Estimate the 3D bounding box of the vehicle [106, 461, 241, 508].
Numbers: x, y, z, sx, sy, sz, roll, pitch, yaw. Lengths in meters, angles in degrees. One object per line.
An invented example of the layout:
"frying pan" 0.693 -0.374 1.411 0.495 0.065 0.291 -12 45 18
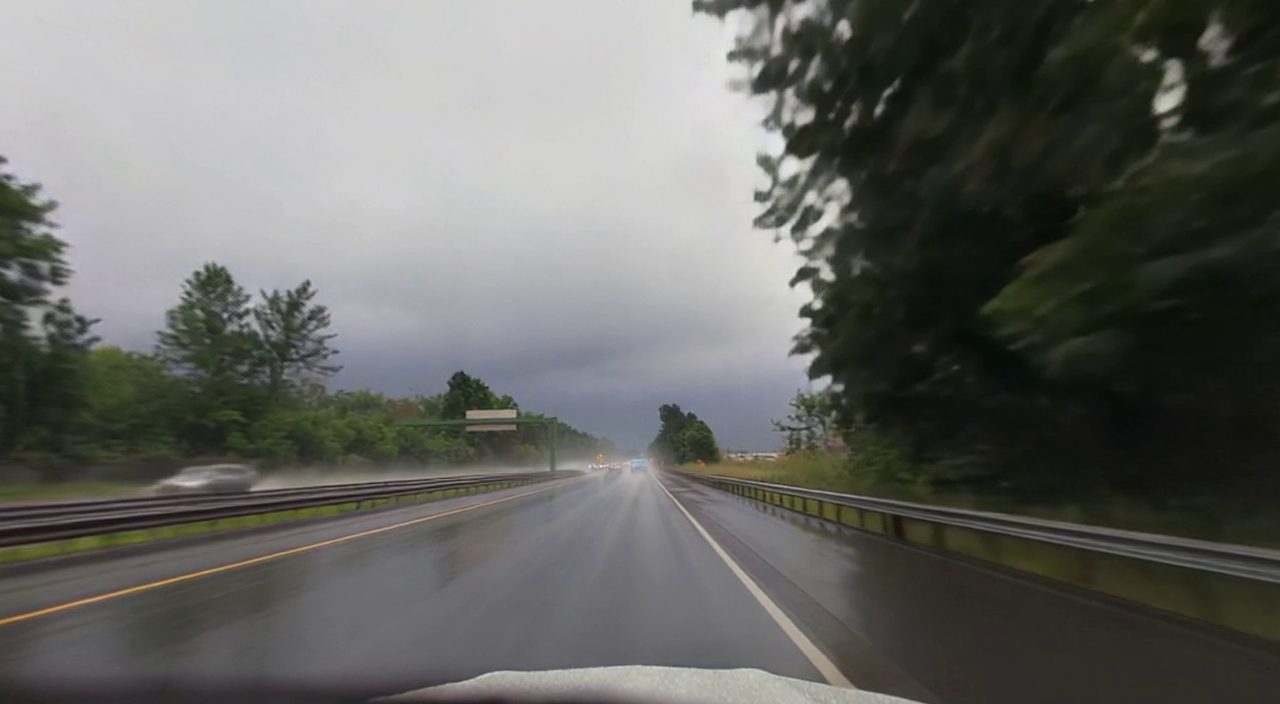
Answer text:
"vehicle" -17.166 4.884 23.467 1.837 1.531 4.010 1 -10 1
